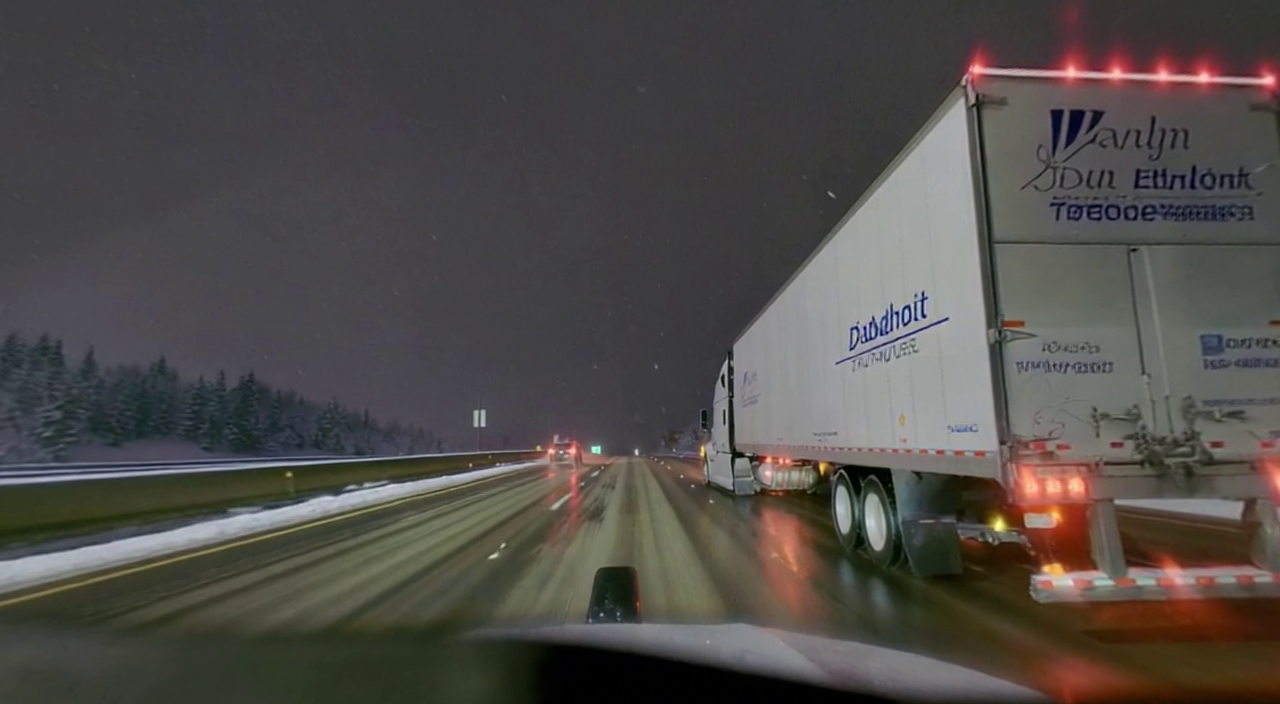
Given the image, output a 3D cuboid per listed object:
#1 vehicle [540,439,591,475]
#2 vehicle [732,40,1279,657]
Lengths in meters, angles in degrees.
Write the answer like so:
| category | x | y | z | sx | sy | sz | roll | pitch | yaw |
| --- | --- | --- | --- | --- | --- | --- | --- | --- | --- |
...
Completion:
| category | x | y | z | sx | sy | sz | roll | pitch | yaw |
| --- | --- | --- | --- | --- | --- | --- | --- | --- | --- |
| vehicle | -3.580 | 5.104 | 31.037 | 2.030 | 1.657 | 3.926 | 0 | -8 | 0 |
| vehicle | 3.962 | 0.732 | 10.486 | 2.962 | 4.132 | 12.720 | 0 | -8 | 0 |
